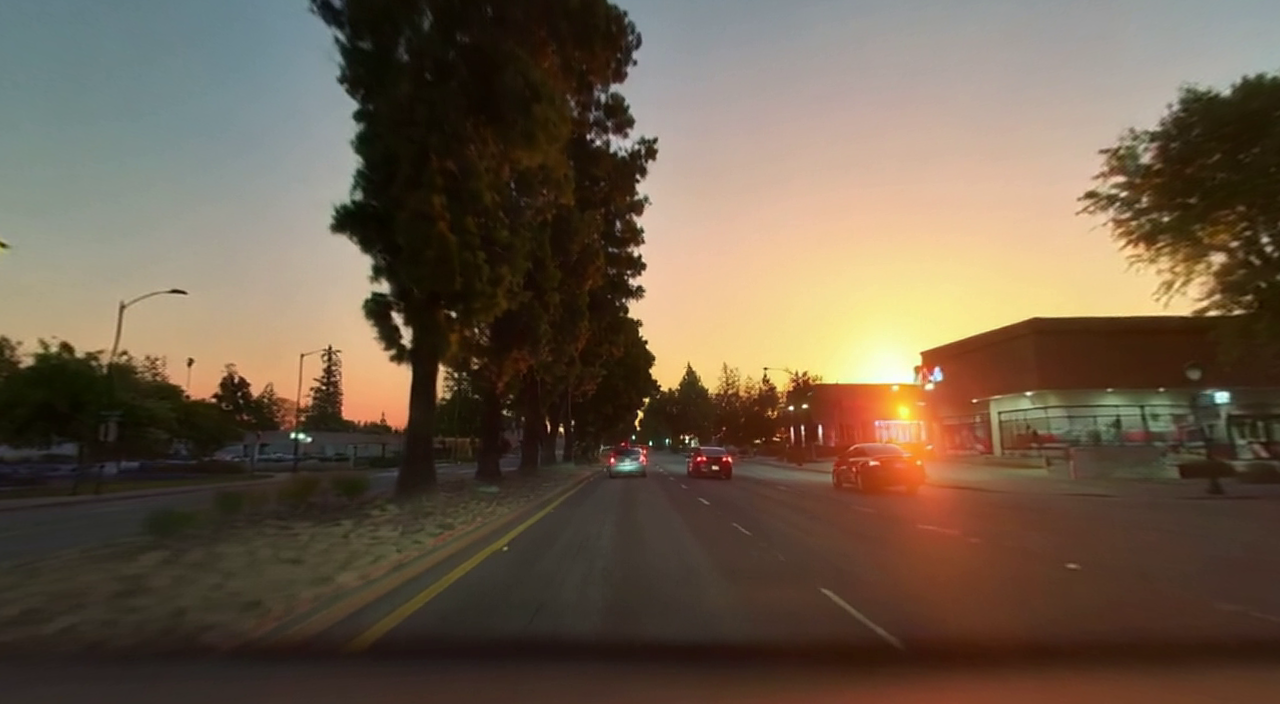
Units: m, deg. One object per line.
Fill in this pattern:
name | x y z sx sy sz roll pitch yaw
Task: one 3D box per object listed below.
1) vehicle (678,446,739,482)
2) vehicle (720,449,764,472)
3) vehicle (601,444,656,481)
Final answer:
vehicle | 2.983 5.008 28.584 2.057 1.491 4.675 0 -8 -2
vehicle | 6.531 6.976 40.969 2.068 1.393 3.874 0 -8 -3
vehicle | -0.535 4.853 28.018 2.242 1.474 4.127 0 -8 -2
